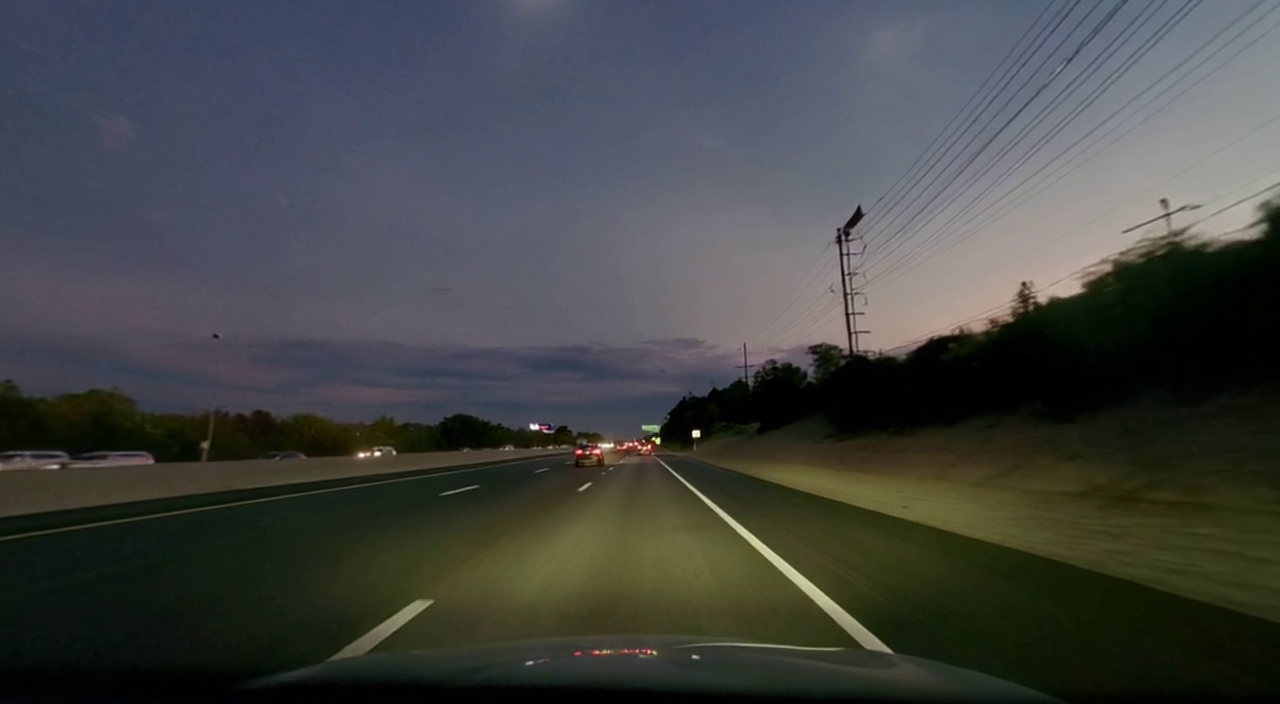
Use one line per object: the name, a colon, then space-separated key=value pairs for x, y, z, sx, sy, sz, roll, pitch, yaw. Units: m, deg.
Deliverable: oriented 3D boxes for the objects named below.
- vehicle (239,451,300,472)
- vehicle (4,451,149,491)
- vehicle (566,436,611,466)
vehicle: x=-28.274 y=8.389 z=48.247 sx=1.821 sy=1.501 sz=4.492 roll=0 pitch=-9 yaw=1
vehicle: x=-24.021 y=5.063 z=27.123 sx=1.989 sy=1.546 sz=4.558 roll=0 pitch=-9 yaw=0
vehicle: x=-3.462 y=6.818 z=43.527 sx=2.577 sy=1.939 sz=5.408 roll=0 pitch=-9 yaw=1
